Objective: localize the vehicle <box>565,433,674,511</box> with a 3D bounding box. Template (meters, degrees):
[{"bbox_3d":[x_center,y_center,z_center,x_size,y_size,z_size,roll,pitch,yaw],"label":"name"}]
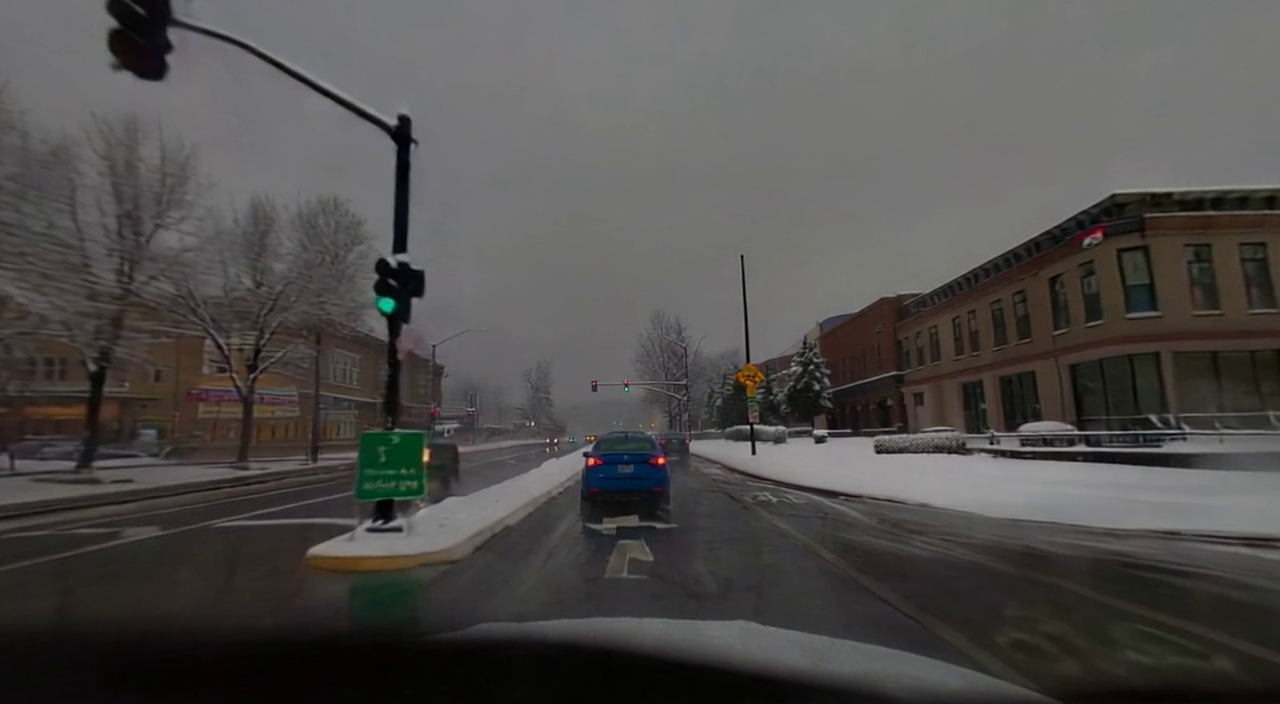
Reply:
[{"bbox_3d":[-0.612,2.466,13.581,1.950,1.401,4.159,1,-8,-7],"label":"vehicle"}]
